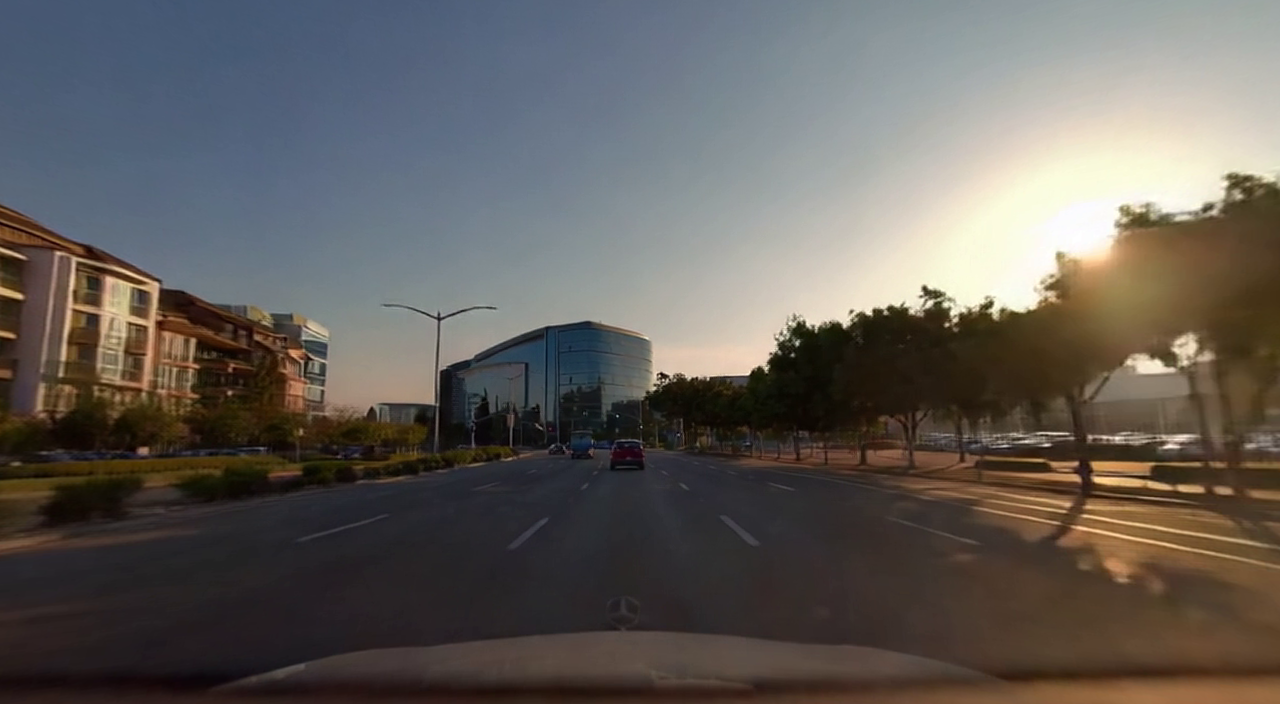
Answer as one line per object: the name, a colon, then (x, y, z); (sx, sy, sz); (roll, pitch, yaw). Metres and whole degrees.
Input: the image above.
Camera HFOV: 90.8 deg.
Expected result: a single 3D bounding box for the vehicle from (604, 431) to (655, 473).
vehicle: (-0.569, 4.811, 30.672); (2.260, 1.872, 4.578); (0, -8, -2)
